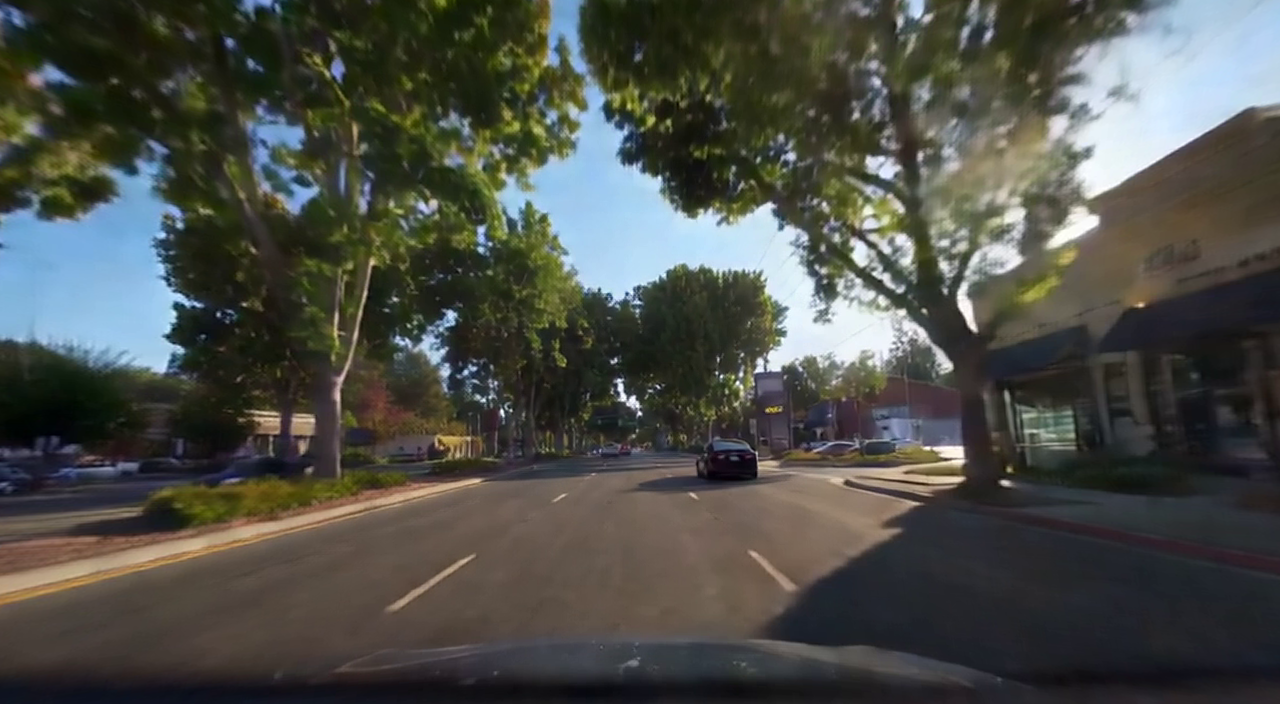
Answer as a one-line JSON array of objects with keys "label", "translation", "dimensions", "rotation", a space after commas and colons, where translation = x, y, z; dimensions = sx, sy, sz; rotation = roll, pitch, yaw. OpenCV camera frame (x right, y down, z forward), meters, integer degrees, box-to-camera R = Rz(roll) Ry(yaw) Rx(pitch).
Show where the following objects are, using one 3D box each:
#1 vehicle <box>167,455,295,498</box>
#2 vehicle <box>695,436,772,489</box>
[{"label": "vehicle", "translation": [-16.360, 4.964, 25.525], "dimensions": [1.934, 1.497, 4.745], "rotation": [0, -8, 1]}, {"label": "vehicle", "translation": [3.298, 3.998, 23.193], "dimensions": [2.083, 1.743, 4.354], "rotation": [0, -8, -1]}]
